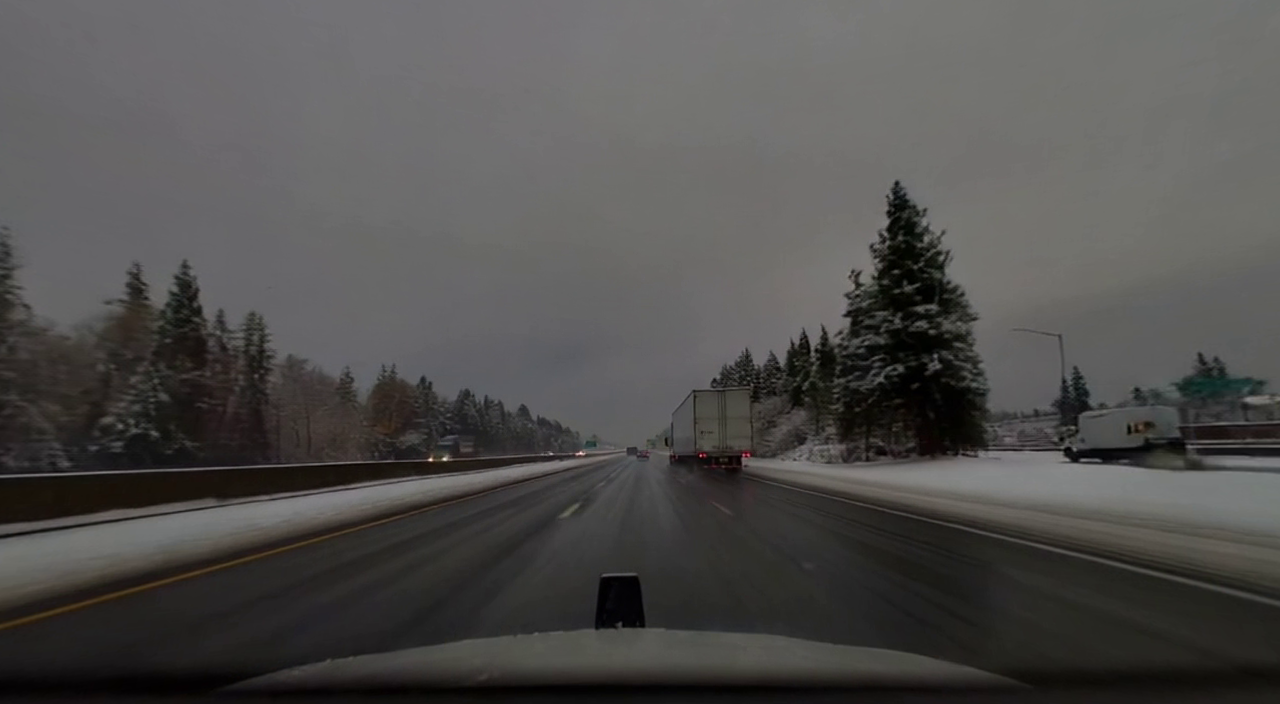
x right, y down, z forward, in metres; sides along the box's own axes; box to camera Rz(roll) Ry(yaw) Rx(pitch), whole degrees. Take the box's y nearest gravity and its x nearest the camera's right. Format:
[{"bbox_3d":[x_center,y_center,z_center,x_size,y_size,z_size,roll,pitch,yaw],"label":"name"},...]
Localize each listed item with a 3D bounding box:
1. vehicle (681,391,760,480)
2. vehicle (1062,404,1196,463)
[{"bbox_3d":[4.317,5.003,37.048,3.058,4.312,12.251,0,-9,0],"label":"vehicle"},{"bbox_3d":[37.770,6.579,49.586,3.058,4.007,11.965,-2,-9,11],"label":"vehicle"}]
